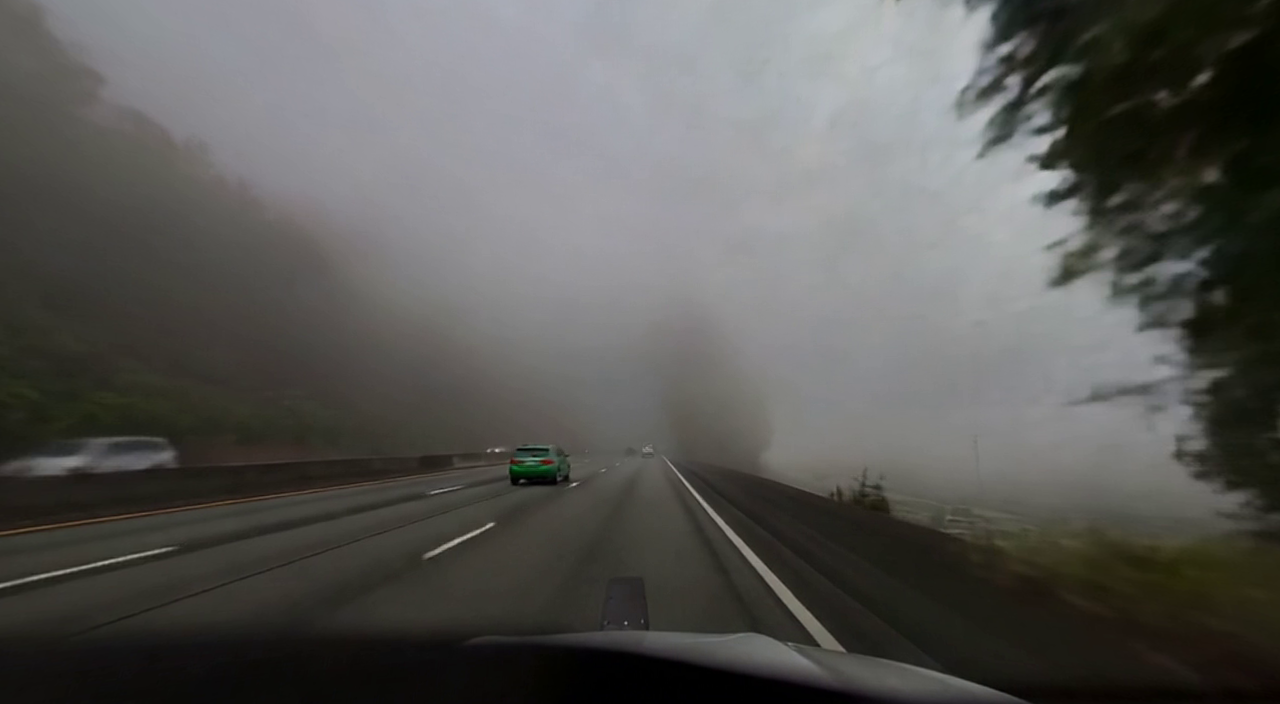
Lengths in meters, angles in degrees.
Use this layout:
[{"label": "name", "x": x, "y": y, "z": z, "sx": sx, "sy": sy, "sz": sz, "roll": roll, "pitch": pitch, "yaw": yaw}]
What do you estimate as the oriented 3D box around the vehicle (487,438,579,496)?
[{"label": "vehicle", "x": -3.123, "y": 3.448, "z": 19.321, "sx": 2.015, "sy": 1.561, "sz": 4.469, "roll": 0, "pitch": -8, "yaw": 0}]
